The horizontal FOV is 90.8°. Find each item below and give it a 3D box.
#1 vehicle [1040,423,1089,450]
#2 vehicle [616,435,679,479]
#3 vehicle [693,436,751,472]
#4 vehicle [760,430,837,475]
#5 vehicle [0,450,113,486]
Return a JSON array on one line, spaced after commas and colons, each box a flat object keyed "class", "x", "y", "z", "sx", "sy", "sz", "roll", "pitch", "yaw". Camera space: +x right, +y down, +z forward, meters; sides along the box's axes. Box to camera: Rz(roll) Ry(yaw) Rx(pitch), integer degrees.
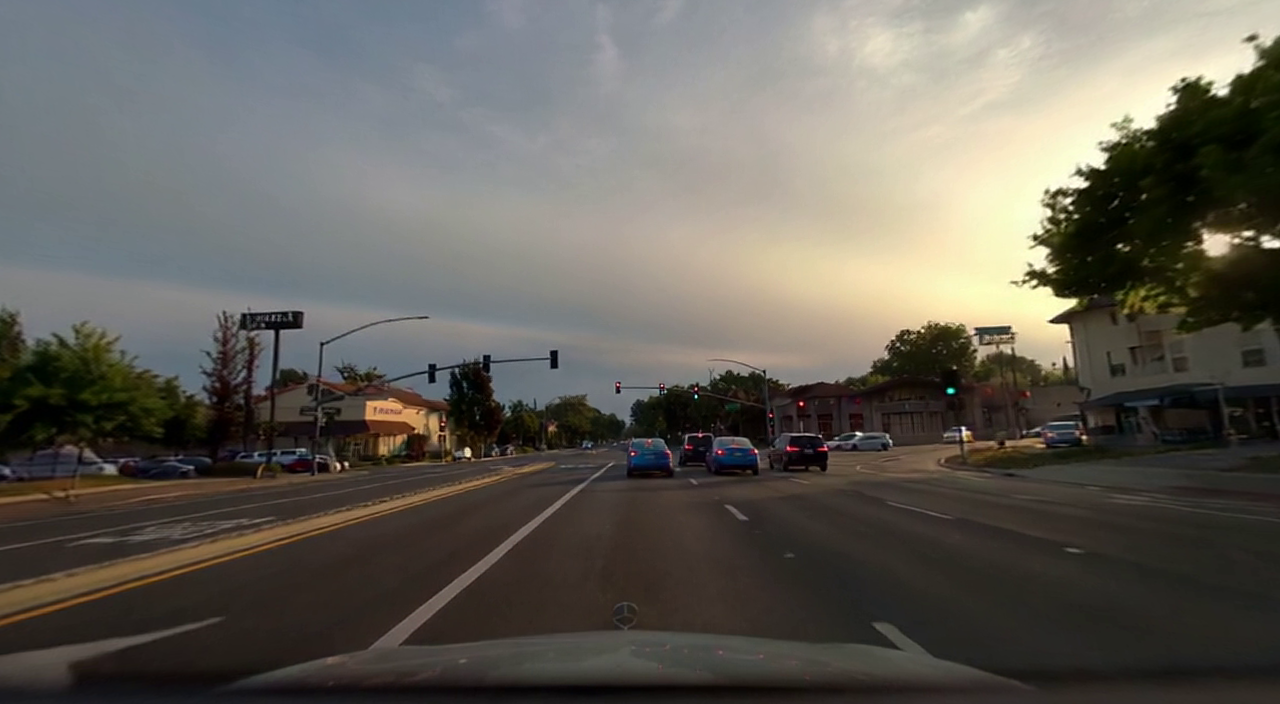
[{"class": "vehicle", "x": 26.019, "y": 5.253, "z": 38.857, "sx": 2.222, "sy": 1.538, "sz": 4.817, "roll": -5, "pitch": -10, "yaw": 31}, {"class": "vehicle", "x": 0.224, "y": 3.888, "z": 23.657, "sx": 2.135, "sy": 1.468, "sz": 4.076, "roll": 0, "pitch": -8, "yaw": -1}, {"class": "vehicle", "x": 3.634, "y": 4.606, "z": 28.810, "sx": 1.889, "sy": 1.473, "sz": 4.643, "roll": 0, "pitch": -8, "yaw": -1}, {"class": "vehicle", "x": 6.540, "y": 4.203, "z": 26.570, "sx": 2.009, "sy": 1.700, "sz": 4.275, "roll": 0, "pitch": -8, "yaw": -1}, {"class": "vehicle", "x": -31.290, "y": 6.138, "z": 33.617, "sx": 4.471, "sy": 1.829, "sz": 2.071, "roll": 0, "pitch": -8, "yaw": -2}]
